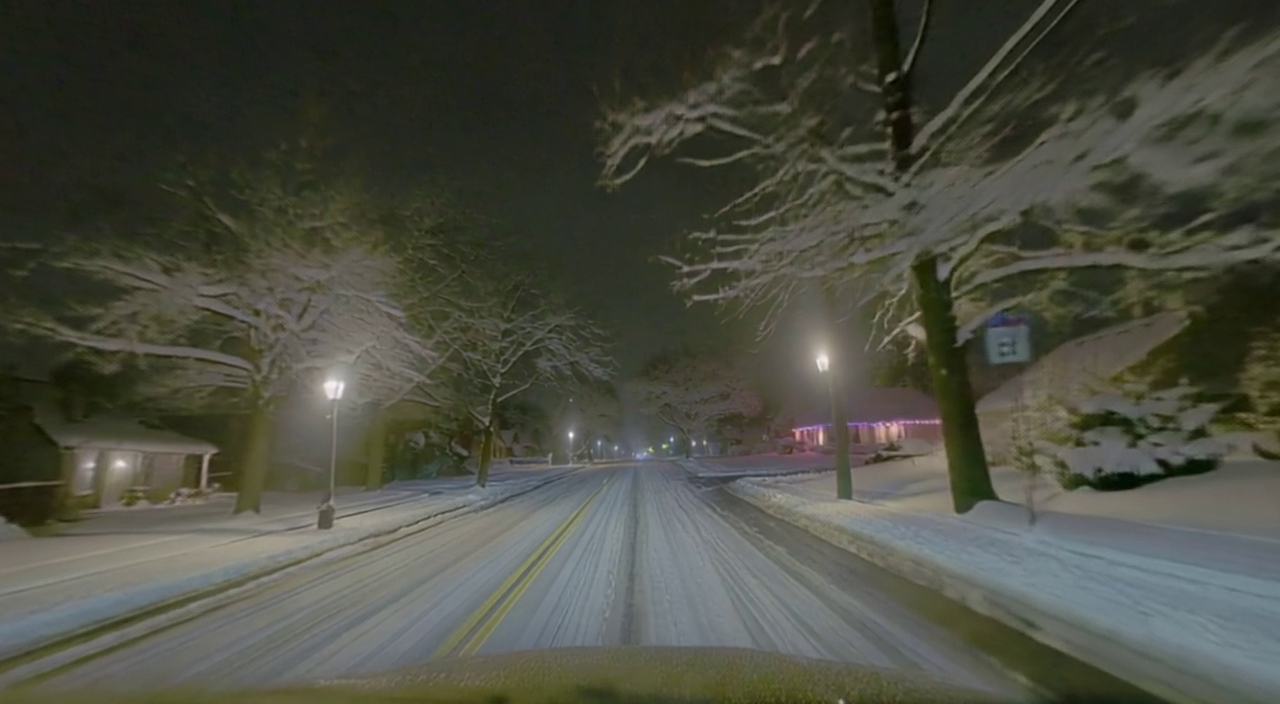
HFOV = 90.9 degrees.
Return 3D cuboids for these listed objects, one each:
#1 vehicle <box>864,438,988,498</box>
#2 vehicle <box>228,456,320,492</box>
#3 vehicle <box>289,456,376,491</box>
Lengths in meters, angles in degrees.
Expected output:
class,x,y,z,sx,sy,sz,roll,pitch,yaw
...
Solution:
class,x,y,z,sx,sy,sz,roll,pitch,yaw
vehicle,8.734,3.522,19.709,1.806,1.496,4.164,-1,-6,-1
vehicle,-17.787,5.932,30.910,1.903,1.500,4.214,0,-8,1
vehicle,-14.928,5.896,30.912,1.830,1.495,4.641,0,-9,1
